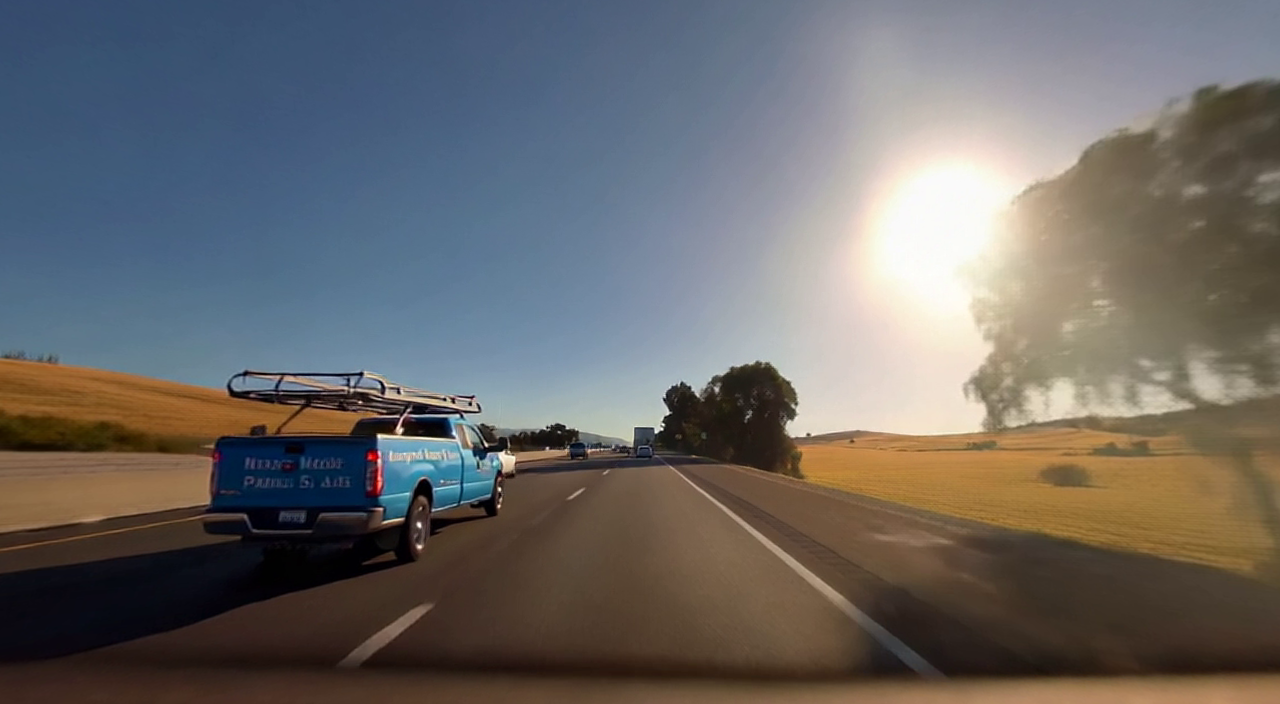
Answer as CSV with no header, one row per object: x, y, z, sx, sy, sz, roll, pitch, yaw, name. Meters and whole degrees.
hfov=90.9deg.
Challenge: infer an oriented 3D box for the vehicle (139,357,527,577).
-3.877,1.697,10.160,2.791,2.330,6.725,0,-8,1,vehicle
